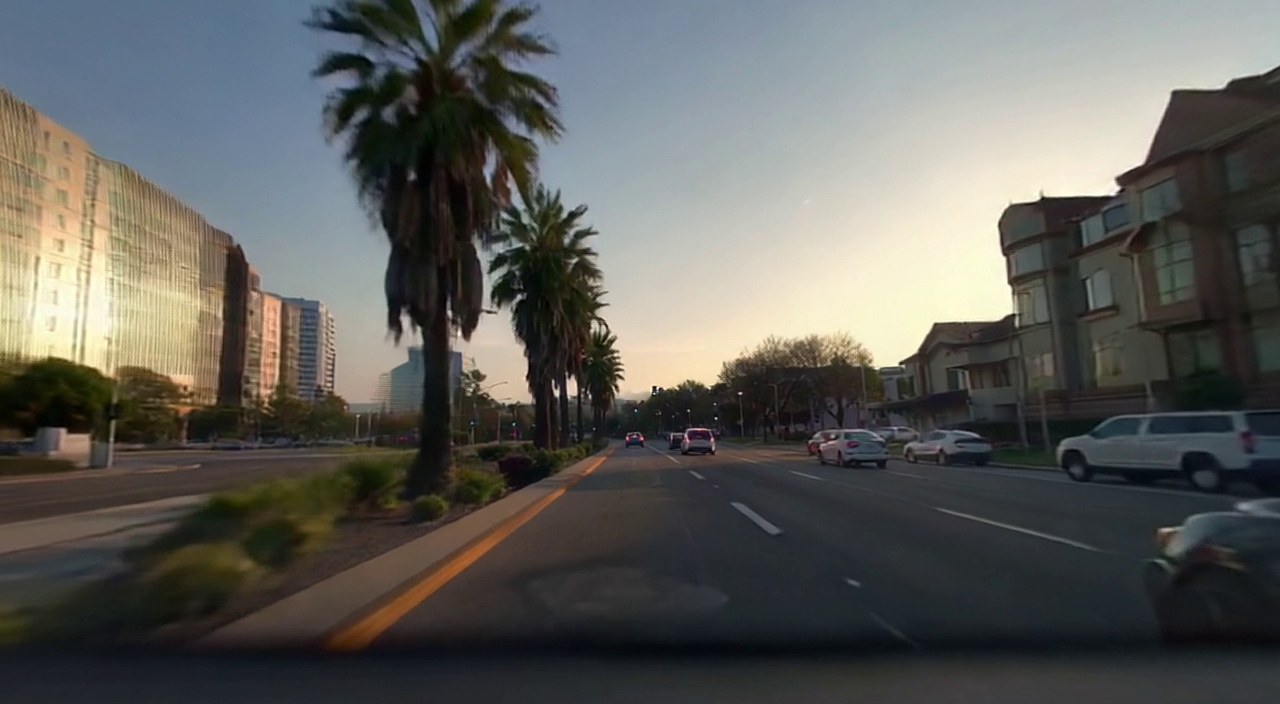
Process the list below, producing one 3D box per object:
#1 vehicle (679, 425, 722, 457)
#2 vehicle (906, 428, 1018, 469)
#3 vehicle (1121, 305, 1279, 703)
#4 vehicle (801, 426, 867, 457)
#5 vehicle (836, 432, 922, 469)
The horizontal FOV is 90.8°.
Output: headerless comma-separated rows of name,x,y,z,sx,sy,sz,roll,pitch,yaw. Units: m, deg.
vehicle,3.748,5.655,39.950,2.104,1.910,4.693,0,-9,-2
vehicle,13.715,4.156,27.328,2.009,1.600,4.960,0,-9,-4
vehicle,3.558,0.473,0.711,2.219,1.795,4.718,0,-9,-1
vehicle,12.658,5.925,41.648,2.157,1.937,5.386,0,-9,-5
vehicle,10.395,4.329,27.888,1.871,1.465,4.395,0,-9,-4
